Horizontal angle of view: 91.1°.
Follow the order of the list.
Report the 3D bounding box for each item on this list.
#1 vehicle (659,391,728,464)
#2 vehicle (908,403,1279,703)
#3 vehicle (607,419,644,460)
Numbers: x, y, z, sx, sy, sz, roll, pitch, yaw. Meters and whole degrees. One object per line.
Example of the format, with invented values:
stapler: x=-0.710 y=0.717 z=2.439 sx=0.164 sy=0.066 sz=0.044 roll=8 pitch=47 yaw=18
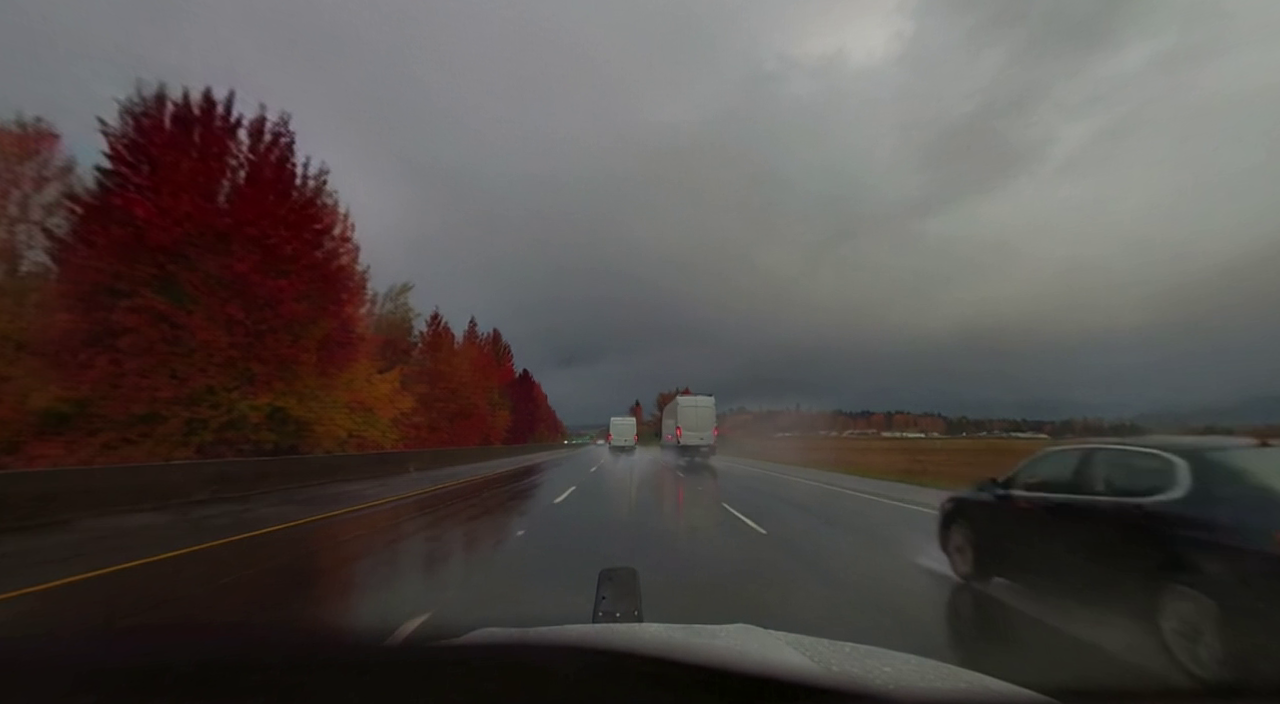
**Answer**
vehicle: x=3.175 y=5.108 z=41.817 sx=3.128 sy=4.087 sz=13.351 roll=0 pitch=-8 yaw=-1
vehicle: x=3.752 y=1.176 z=4.179 sx=1.962 sy=1.508 sz=4.363 roll=0 pitch=-8 yaw=-1
vehicle: x=-0.973 y=6.063 z=43.655 sx=2.389 sy=2.637 sz=5.437 roll=0 pitch=-8 yaw=-1
